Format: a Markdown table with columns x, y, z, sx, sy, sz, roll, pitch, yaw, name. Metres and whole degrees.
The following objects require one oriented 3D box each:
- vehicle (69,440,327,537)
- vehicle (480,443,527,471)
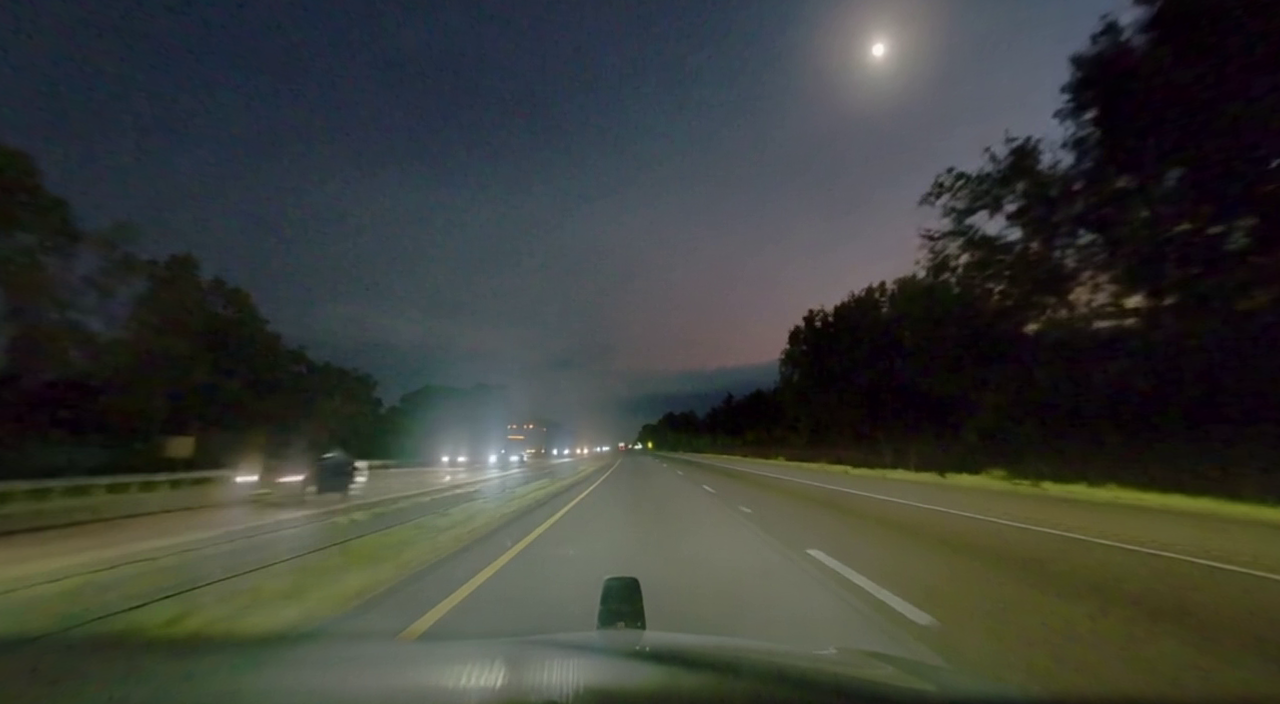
| x | y | z | sx | sy | sz | roll | pitch | yaw | name |
| --- | --- | --- | --- | --- | --- | --- | --- | --- | --- |
| -8.041 | 2.485 | 12.088 | 1.895 | 1.477 | 4.183 | -1 | -9 | 0 | vehicle |
| -8.926 | 6.889 | 41.534 | 2.167 | 1.729 | 4.445 | -1 | -9 | 0 | vehicle |
